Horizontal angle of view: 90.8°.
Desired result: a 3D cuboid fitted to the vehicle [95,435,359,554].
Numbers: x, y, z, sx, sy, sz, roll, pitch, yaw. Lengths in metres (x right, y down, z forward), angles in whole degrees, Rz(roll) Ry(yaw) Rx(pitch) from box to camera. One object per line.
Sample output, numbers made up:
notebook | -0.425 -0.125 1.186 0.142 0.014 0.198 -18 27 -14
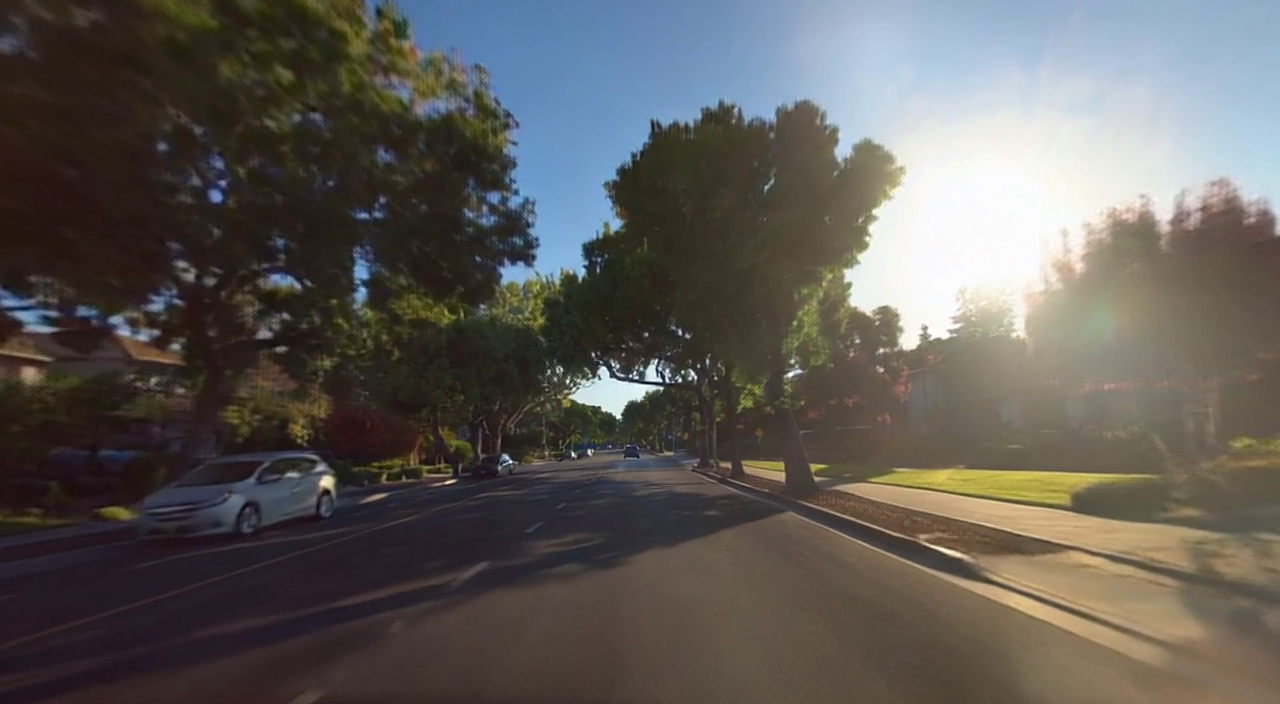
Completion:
vehicle | -7.795 2.666 12.685 2.122 1.739 4.770 -5 -8 0

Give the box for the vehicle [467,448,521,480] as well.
vehicle | -7.970 6.109 34.766 1.880 1.469 4.221 -5 -9 1
